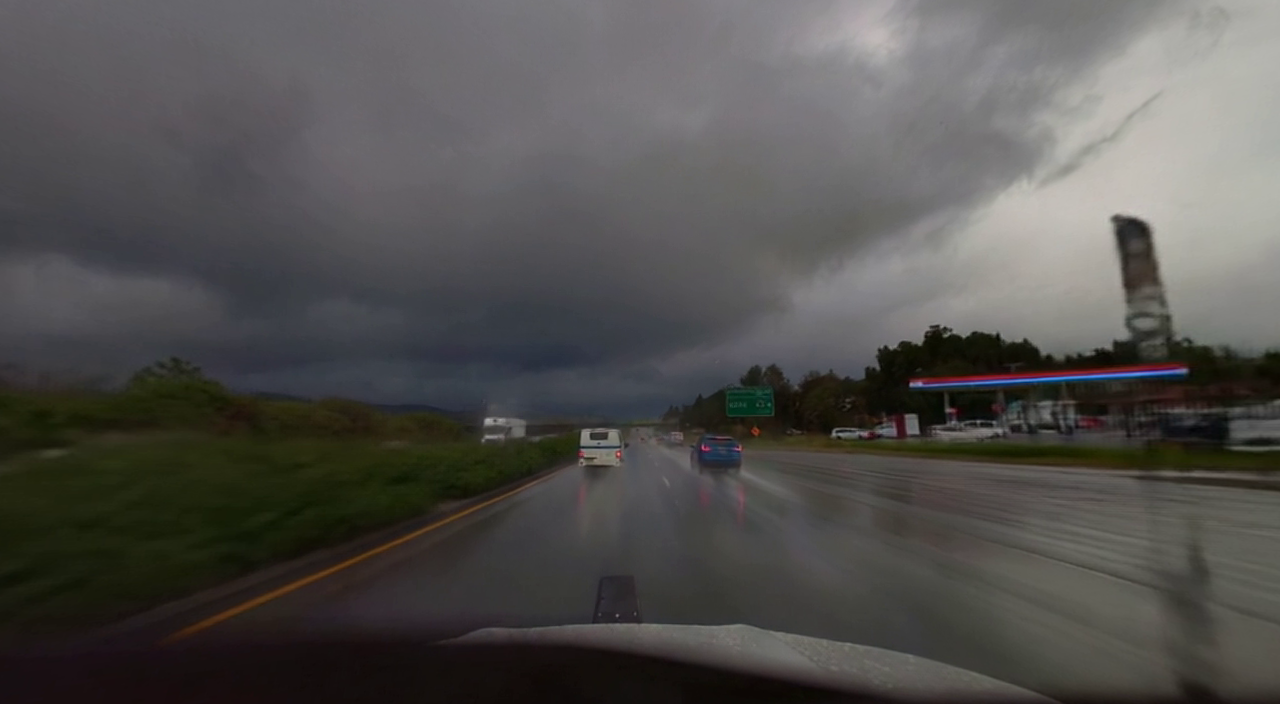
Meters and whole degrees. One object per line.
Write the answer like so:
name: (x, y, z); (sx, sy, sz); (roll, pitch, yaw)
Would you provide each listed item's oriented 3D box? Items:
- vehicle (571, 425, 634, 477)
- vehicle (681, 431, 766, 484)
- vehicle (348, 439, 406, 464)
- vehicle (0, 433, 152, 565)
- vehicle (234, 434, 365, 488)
vehicle: (-1.290, 3.644, 23.534); (2.061, 1.732, 4.457); (0, -8, 0)
vehicle: (2.661, 3.481, 21.289); (2.151, 1.550, 4.694); (0, -8, -1)
vehicle: (-16.974, 6.420, 40.915); (1.804, 1.525, 4.619); (0, -8, 0)
vehicle: (-9.690, 2.011, 8.727); (2.166, 1.761, 4.535); (0, -8, 0)
vehicle: (-12.063, 3.852, 22.745); (2.180, 1.748, 4.368); (0, -8, 1)
